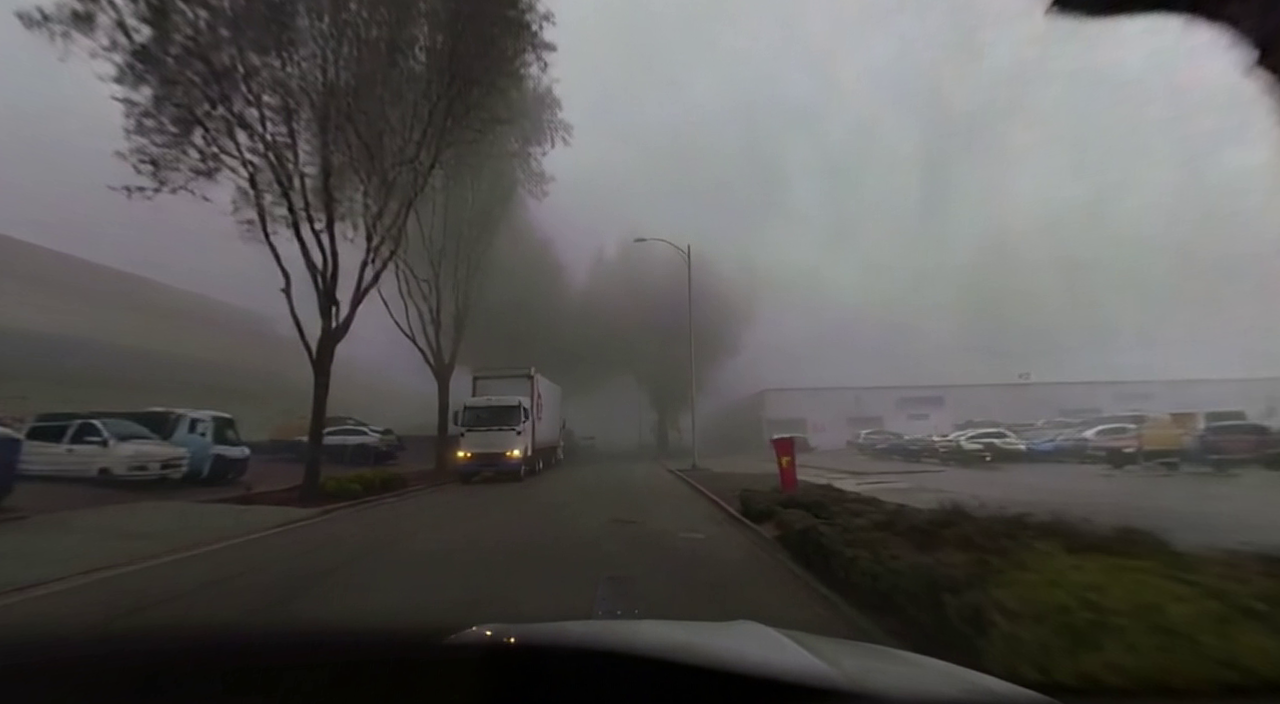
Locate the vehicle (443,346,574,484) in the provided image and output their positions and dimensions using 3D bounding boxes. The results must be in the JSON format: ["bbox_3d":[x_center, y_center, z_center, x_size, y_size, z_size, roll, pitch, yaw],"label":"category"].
[{"bbox_3d":[-5.325,3.064,29.263,2.976,4.754,15.127,0,-7,0],"label":"vehicle"}]

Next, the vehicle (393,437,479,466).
[{"bbox_3d":[-10.613,5.202,32.892,3.893,1.413,1.625,0,-9,-1],"label":"vehicle"}]
